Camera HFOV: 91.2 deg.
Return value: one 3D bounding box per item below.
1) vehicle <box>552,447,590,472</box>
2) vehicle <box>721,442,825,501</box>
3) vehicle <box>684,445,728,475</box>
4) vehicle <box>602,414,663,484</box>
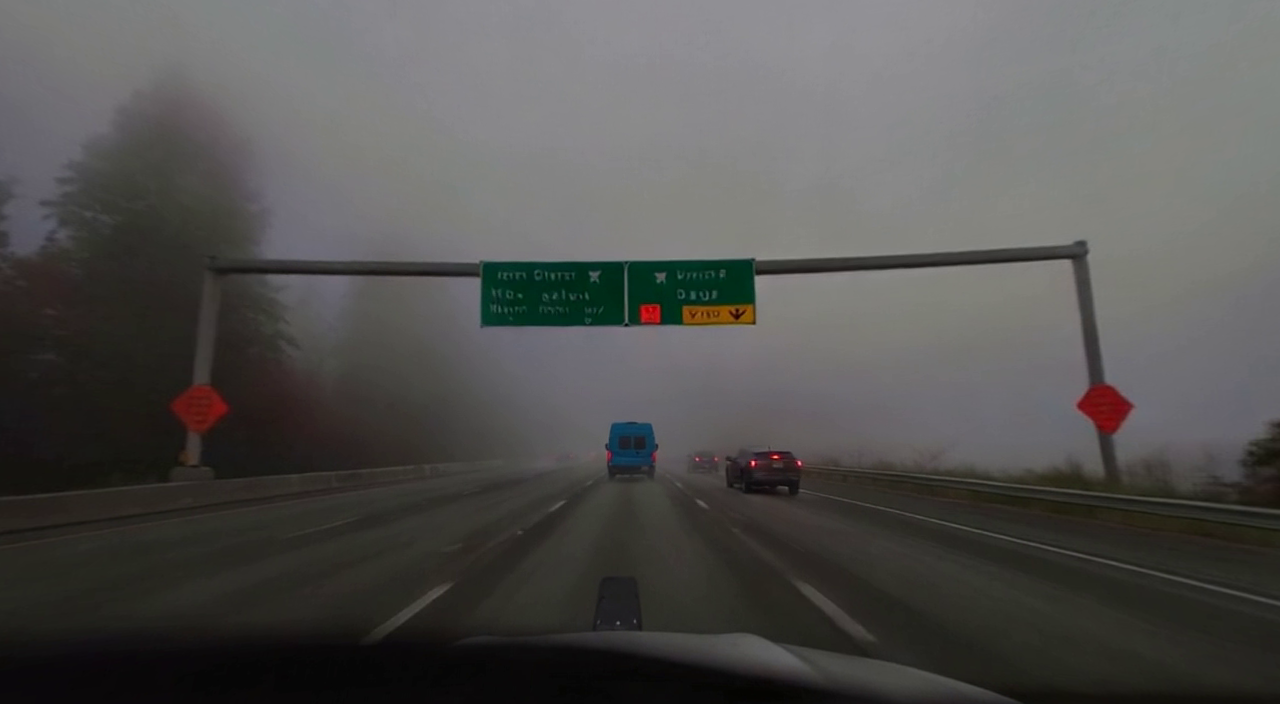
[{"bbox_3d":[-4.461,6.990,41.004,2.003,1.498,4.386,0,-9,-1],"label":"vehicle"},{"bbox_3d":[3.755,3.473,18.684,2.015,1.491,4.732,0,-9,-1],"label":"vehicle"},{"bbox_3d":[3.547,5.924,34.491,1.978,1.510,4.462,-1,-9,0],"label":"vehicle"},{"bbox_3d":[-0.325,4.010,25.901,2.268,2.551,5.144,0,-9,-1],"label":"vehicle"}]
